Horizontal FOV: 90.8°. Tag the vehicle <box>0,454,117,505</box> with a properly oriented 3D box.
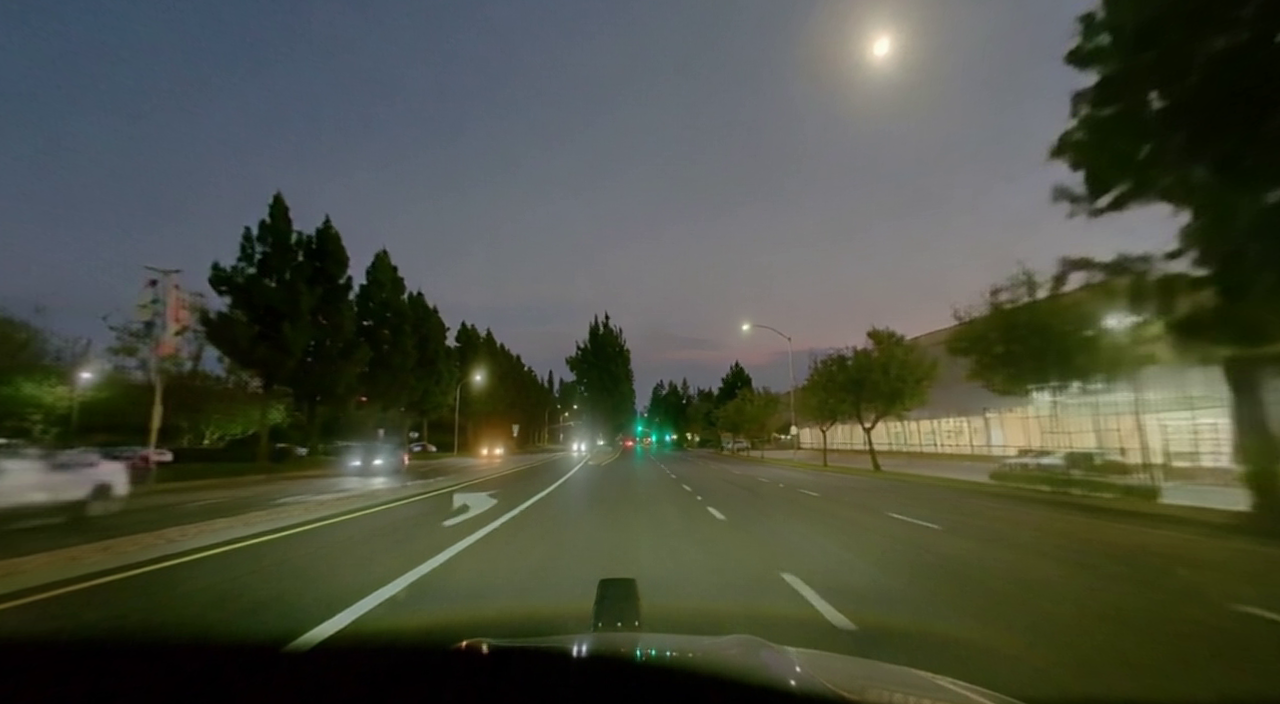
[{"bbox_3d":[-19.787,4.072,20.560,1.787,1.437,4.414,0,-8,-1],"label":"vehicle"}]

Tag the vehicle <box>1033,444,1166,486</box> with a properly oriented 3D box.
[{"bbox_3d":[20.600,5.054,28.563,4.573,1.747,2.191,-6,-10,34],"label":"vehicle"}]

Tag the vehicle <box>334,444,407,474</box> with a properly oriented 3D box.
[{"bbox_3d":[-14.534,5.768,34.394,1.950,1.505,4.733,0,-8,-1],"label":"vehicle"}]
